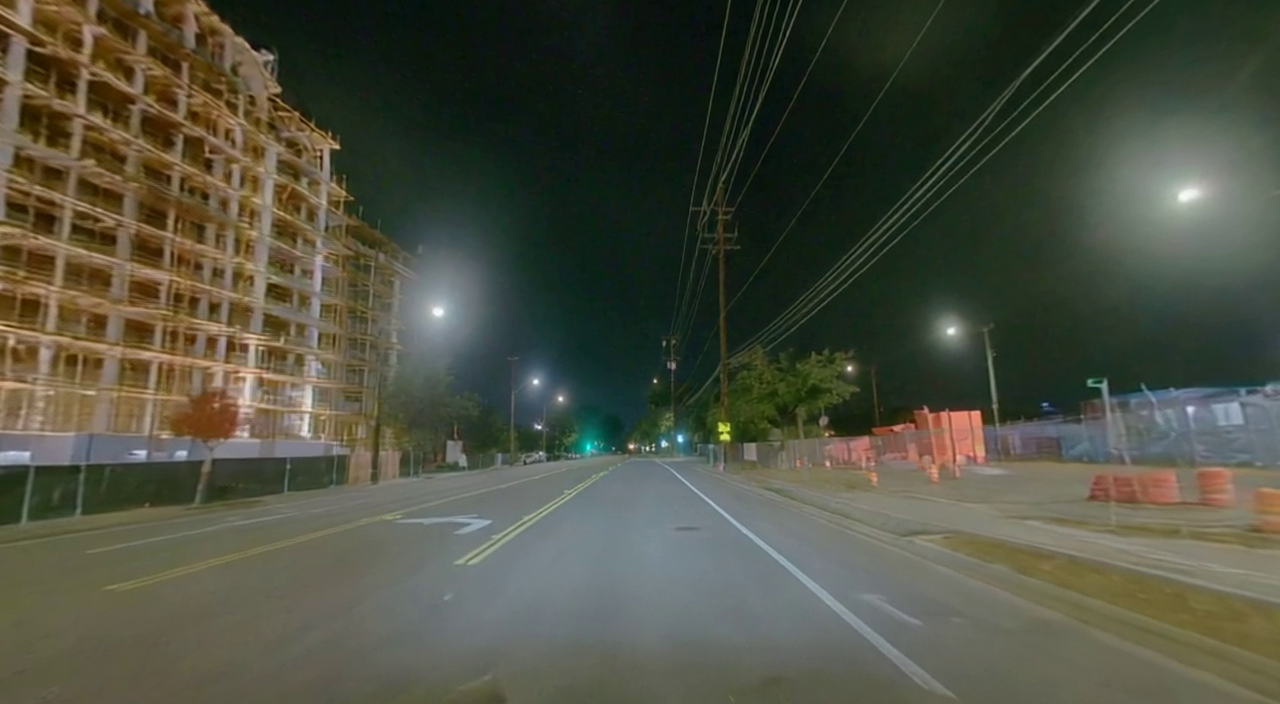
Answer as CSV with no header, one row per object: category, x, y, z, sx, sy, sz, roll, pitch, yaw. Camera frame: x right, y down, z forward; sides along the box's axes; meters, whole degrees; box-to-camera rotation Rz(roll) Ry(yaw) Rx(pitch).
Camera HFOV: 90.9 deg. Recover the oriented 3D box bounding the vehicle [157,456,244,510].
vehicle,-15.851,4.675,22.997,2.002,1.683,4.664,4,-10,-28
